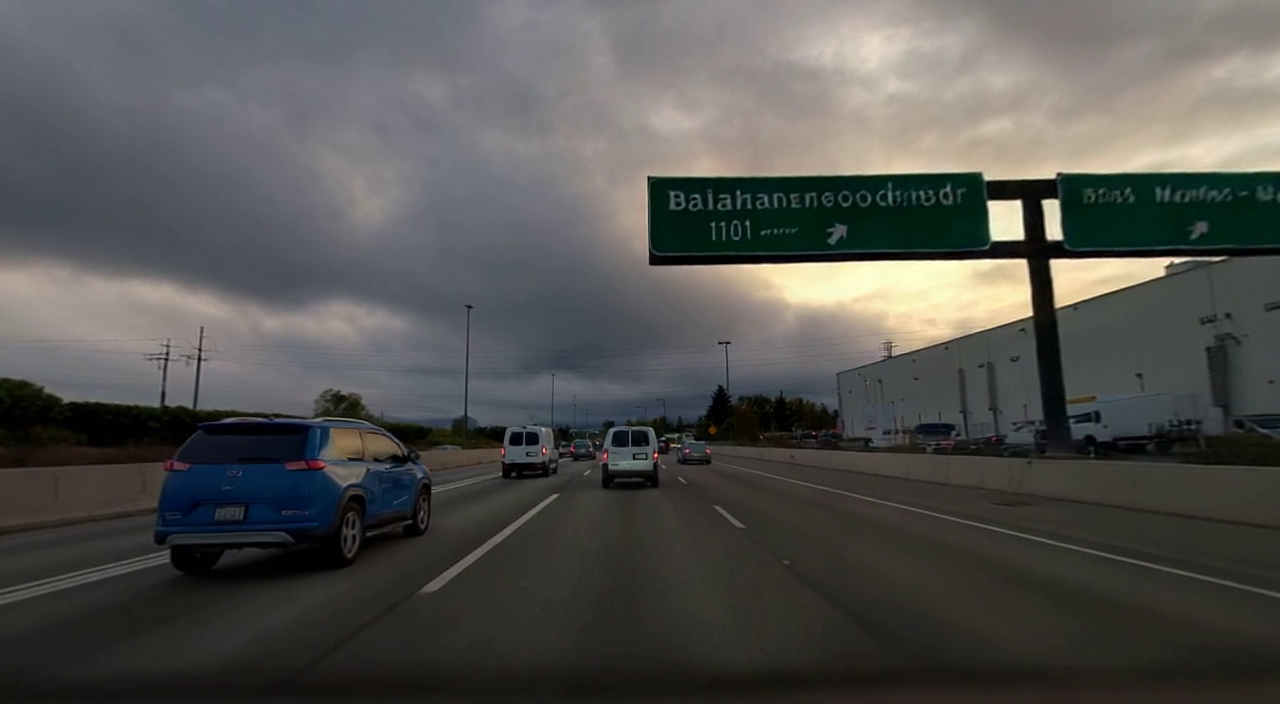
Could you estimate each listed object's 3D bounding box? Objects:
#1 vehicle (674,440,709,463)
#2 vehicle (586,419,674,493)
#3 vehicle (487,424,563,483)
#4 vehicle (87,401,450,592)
[{"bbox_3d":[3.547,6.897,43.990,1.999,1.494,3.833,0,-8,-3],"label":"vehicle"},{"bbox_3d":[-0.318,3.065,18.877,2.304,1.925,4.282,0,-8,-1],"label":"vehicle"},{"bbox_3d":[-4.133,3.730,23.356,2.038,1.936,4.300,0,-8,-1],"label":"vehicle"},{"bbox_3d":[-4.034,1.612,7.944,1.972,1.703,4.333,0,-8,-1],"label":"vehicle"}]
